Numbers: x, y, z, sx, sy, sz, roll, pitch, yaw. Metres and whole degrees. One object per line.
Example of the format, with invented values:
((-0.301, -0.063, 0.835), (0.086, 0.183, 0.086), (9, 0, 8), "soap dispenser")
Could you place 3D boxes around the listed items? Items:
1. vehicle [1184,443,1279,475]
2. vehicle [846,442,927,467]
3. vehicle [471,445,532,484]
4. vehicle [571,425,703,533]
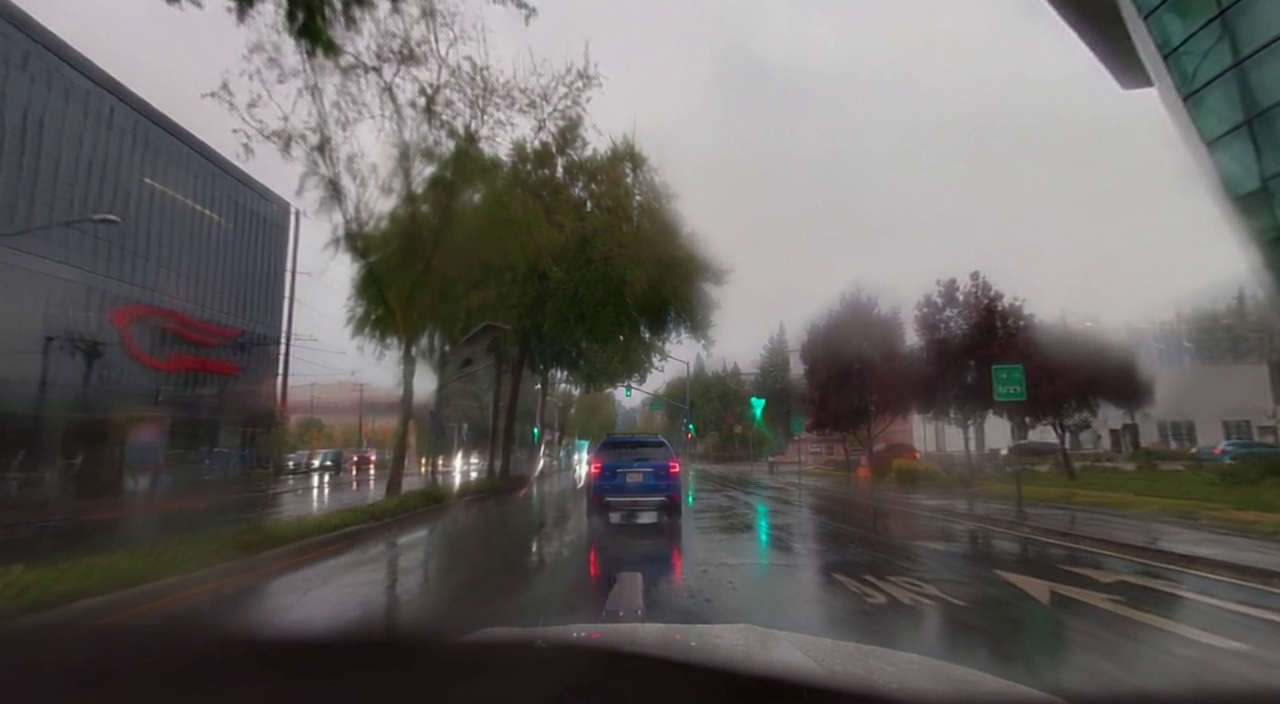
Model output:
((32.530, 5.706, 33.722), (5.161, 1.610, 2.024), (0, -9, -3), "vehicle")
((15.793, 6.580, 40.594), (4.422, 1.563, 1.751), (0, -9, -2), "vehicle")
((-6.444, 5.270, 29.906), (2.028, 1.655, 4.189), (0, -9, -1), "vehicle")
((-0.127, 2.421, 12.591), (2.183, 1.765, 4.059), (0, -9, -2), "vehicle")
